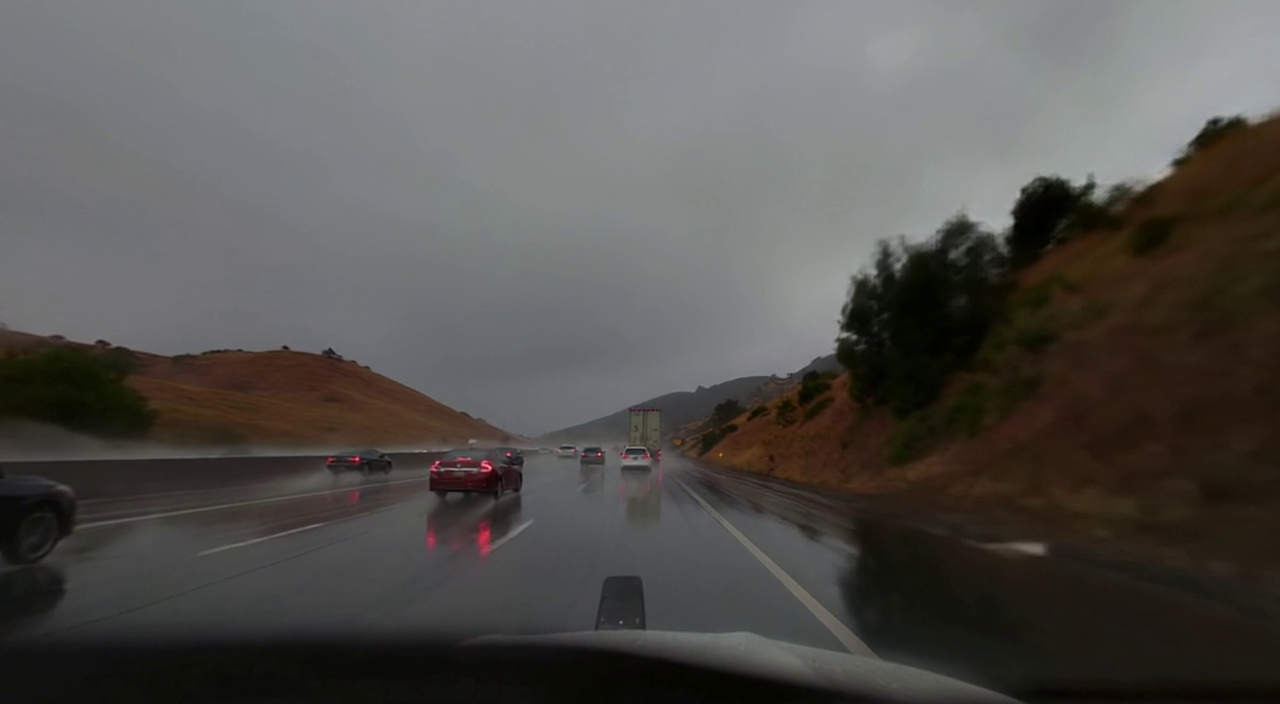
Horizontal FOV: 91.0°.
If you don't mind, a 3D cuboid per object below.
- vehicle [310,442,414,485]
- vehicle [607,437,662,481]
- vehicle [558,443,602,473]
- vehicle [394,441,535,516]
[{"bbox_3d":[-10.795,4.352,24.849,1.950,1.507,4.527,0,-9,1],"label":"vehicle"},{"bbox_3d":[-0.219,4.725,28.067,2.281,1.795,4.297,1,-9,0],"label":"vehicle"},{"bbox_3d":[-3.564,6.389,38.297,2.155,1.661,4.477,0,-9,1],"label":"vehicle"},{"bbox_3d":[-3.901,2.880,14.929,1.943,1.468,4.547,0,-9,1],"label":"vehicle"}]
